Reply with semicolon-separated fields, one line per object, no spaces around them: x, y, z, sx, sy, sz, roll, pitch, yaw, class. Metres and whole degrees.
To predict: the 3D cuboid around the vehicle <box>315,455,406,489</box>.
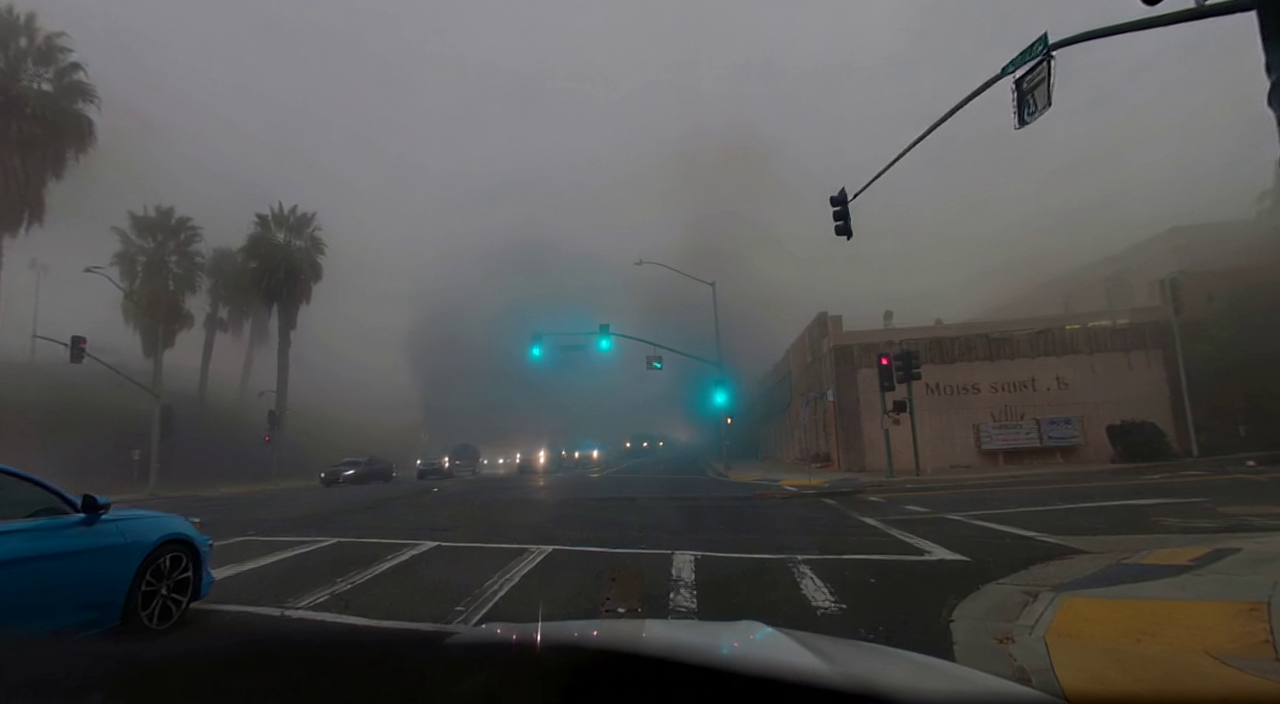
-13.011;5.589;29.724;1.880;1.440;4.418;-1;-9;6;vehicle

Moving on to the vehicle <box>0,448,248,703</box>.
-3.698;1.018;2.260;1.850;1.325;4.295;0;-9;0;vehicle

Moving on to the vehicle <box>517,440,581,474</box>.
-4.890;5.726;34.639;2.092;1.709;4.775;-2;-9;9;vehicle

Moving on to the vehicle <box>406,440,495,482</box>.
-9.082;5.292;30.936;2.152;1.825;5.406;-1;-9;7;vehicle

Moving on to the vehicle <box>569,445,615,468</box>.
-3.246;7.208;43.841;1.839;1.468;4.549;-2;-9;13;vehicle
